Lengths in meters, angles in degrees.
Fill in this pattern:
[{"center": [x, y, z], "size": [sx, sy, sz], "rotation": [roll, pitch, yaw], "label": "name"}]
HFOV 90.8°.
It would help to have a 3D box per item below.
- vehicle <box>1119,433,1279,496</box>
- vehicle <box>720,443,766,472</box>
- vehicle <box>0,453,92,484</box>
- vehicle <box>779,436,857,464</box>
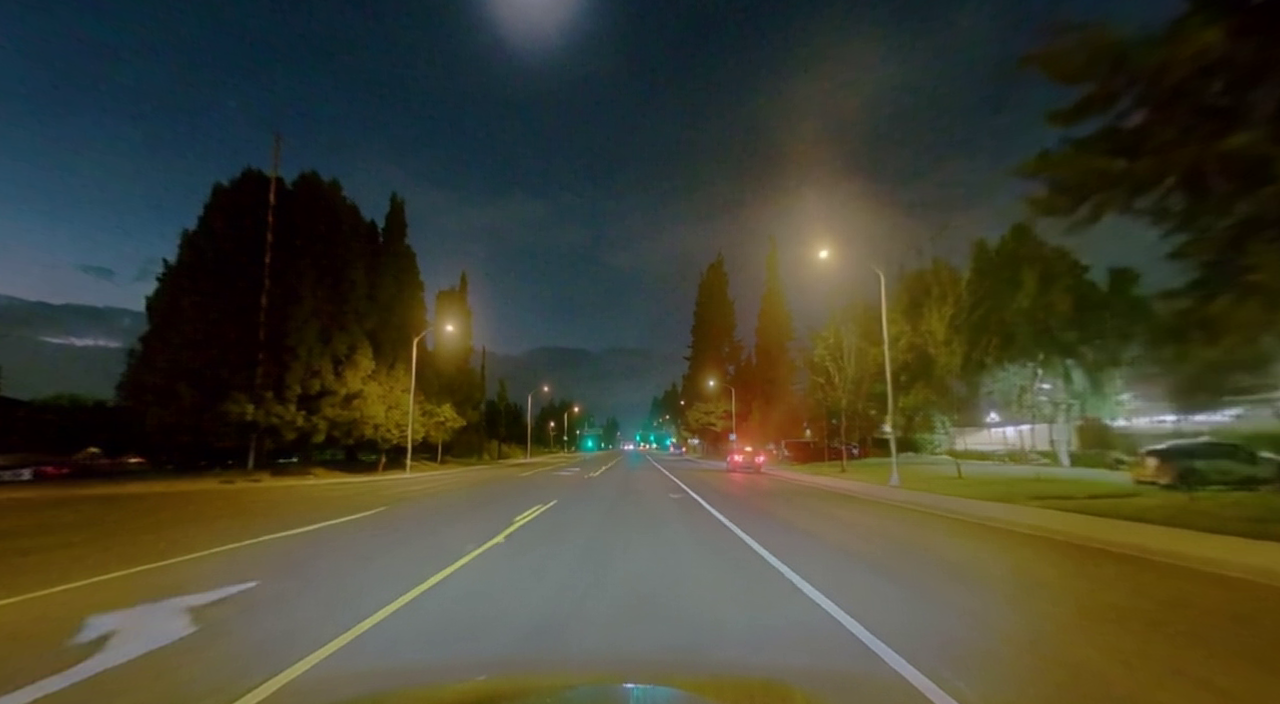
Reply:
[{"center": [15.142, 2.902, 16.471], "size": [3.709, 1.509, 1.873], "rotation": [-1, -9, 0], "label": "vehicle"}, {"center": [6.573, 6.774, 40.742], "size": [2.043, 1.747, 4.680], "rotation": [0, -9, -2], "label": "vehicle"}, {"center": [-31.996, 6.141, 33.476], "size": [1.866, 1.469, 4.473], "rotation": [-1, -9, 0], "label": "vehicle"}, {"center": [12.850, 7.111, 45.951], "size": [5.037, 1.925, 2.021], "rotation": [-1, -9, 3], "label": "vehicle"}]
